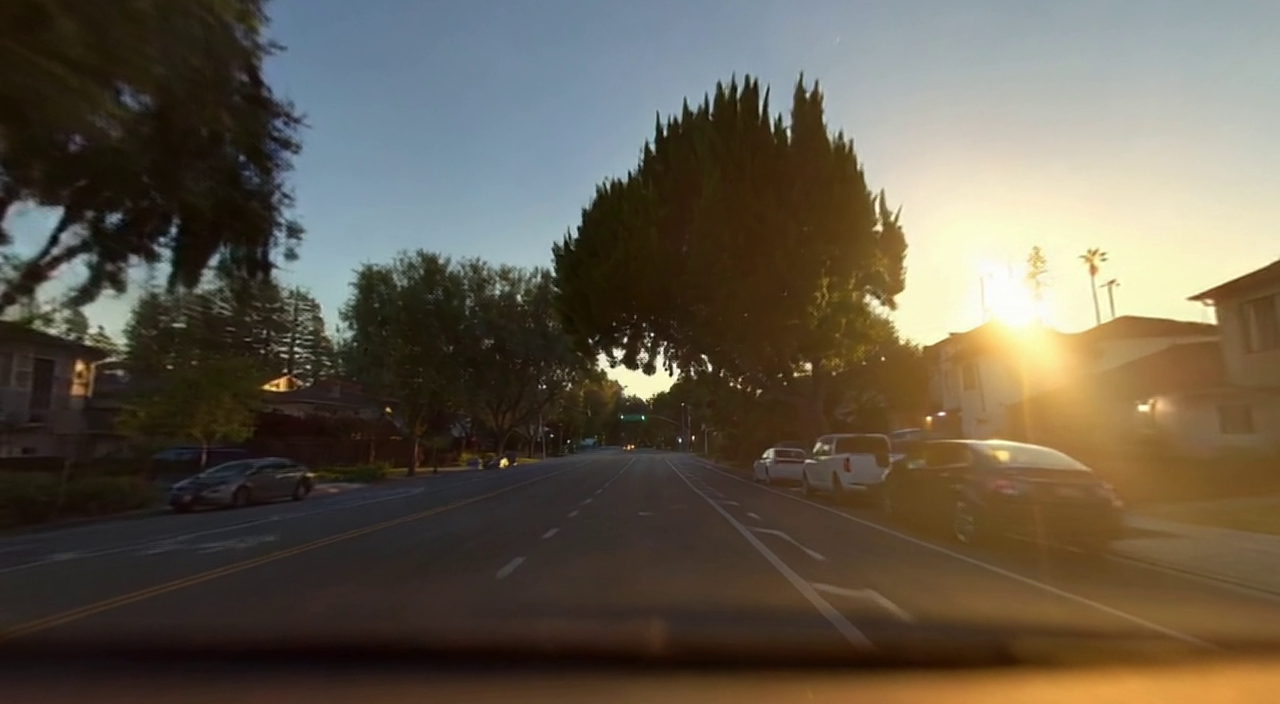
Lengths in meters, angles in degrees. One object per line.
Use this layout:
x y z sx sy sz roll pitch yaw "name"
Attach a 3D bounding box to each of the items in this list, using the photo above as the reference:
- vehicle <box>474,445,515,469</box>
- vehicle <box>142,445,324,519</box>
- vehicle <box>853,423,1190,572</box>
-11.147 8.053 48.683 2.023 1.629 4.822 -2 -8 0 "vehicle"
-11.604 3.670 18.484 2.054 1.704 4.710 -3 -8 3 "vehicle"
5.057 1.989 9.549 1.885 1.603 5.235 0 -9 1 "vehicle"
